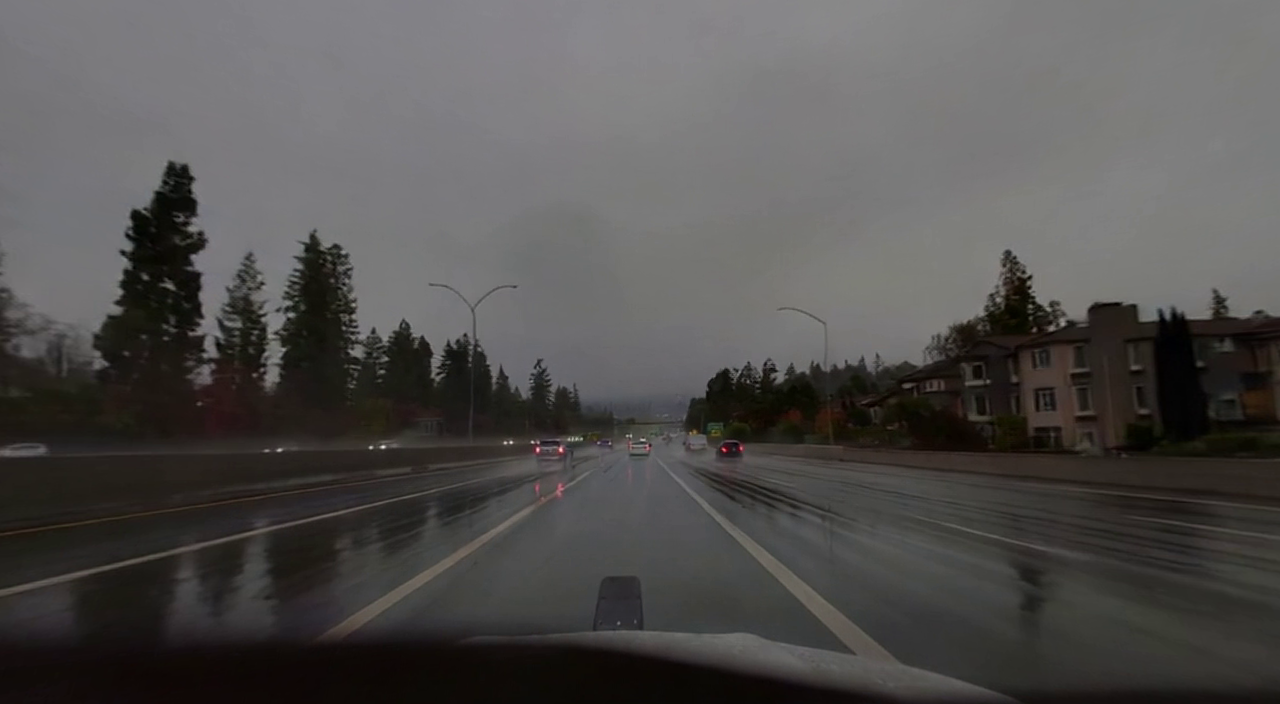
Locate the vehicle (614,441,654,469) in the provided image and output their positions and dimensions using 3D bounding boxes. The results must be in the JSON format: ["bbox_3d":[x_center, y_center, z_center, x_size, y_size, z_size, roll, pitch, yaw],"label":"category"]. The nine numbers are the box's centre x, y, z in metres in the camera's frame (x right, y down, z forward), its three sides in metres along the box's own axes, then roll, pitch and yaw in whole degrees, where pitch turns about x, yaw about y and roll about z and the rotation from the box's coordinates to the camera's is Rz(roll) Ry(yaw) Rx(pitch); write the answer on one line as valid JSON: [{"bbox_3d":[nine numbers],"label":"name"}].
[{"bbox_3d":[-0.342,5.827,36.111,2.146,1.485,4.332,0,-8,0],"label":"vehicle"}]

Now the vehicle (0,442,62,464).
[{"bbox_3d":[-44.940,7.305,45.947,1.943,1.478,4.193,0,-8,-2],"label":"vehicle"}]

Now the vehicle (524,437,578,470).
[{"bbox_3d":[-4.818,5.562,34.774,2.260,1.706,4.177,0,-8,1],"label":"vehicle"}]
